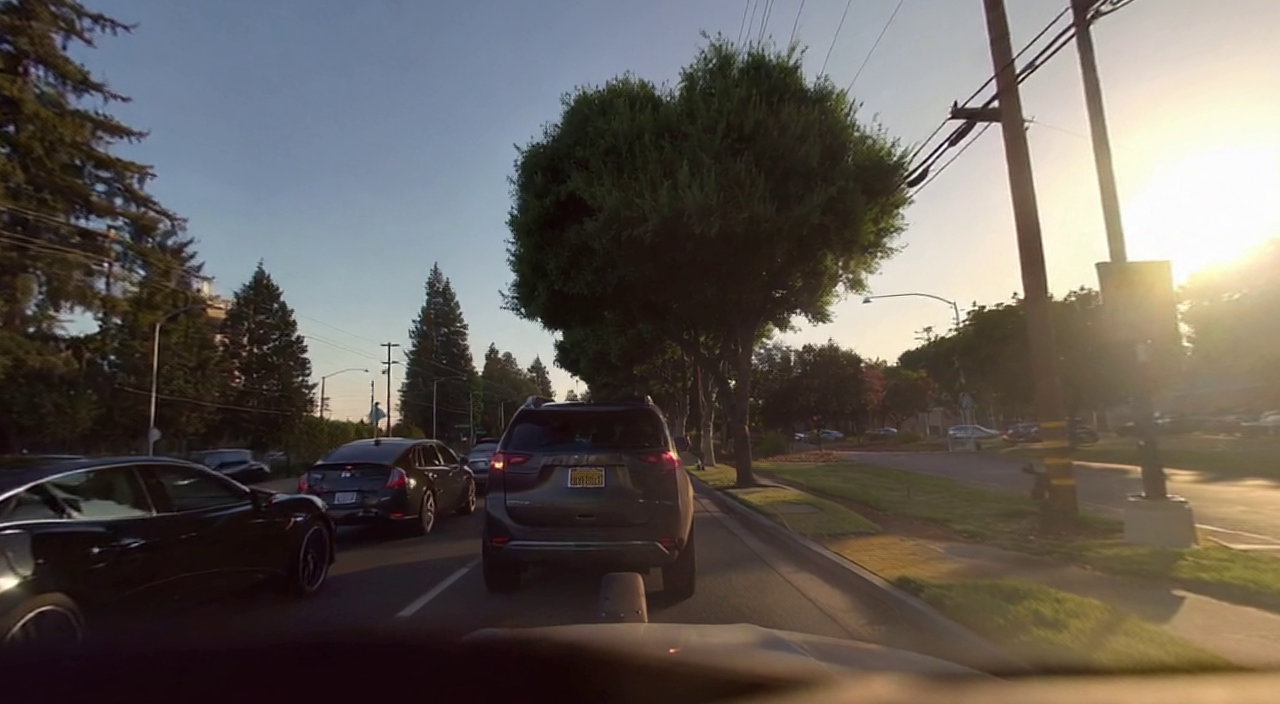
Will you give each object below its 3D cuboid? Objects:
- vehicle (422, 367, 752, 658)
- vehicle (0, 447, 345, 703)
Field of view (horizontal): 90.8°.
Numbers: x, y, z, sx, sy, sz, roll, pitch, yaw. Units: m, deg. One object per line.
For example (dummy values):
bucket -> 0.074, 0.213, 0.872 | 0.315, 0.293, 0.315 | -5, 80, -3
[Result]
vehicle -> -0.281, 1.264, 5.893 | 2.012, 1.769, 3.897 | 0, -8, 1
vehicle -> -3.751, 1.223, 3.699 | 1.865, 1.314, 4.461 | 0, -8, 1
